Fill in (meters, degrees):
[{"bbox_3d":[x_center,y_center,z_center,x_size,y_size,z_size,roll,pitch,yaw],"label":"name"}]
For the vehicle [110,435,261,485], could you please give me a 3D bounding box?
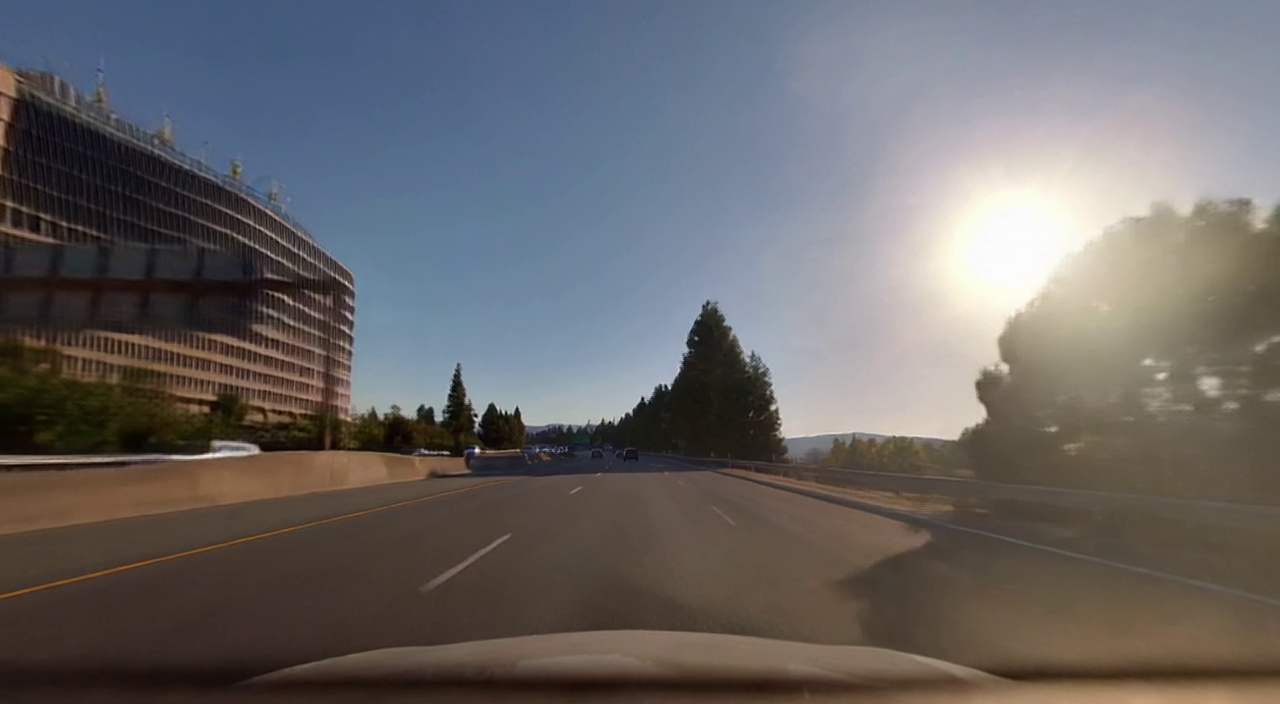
[{"bbox_3d":[-14.946,3.585,21.096,1.797,1.477,4.388,0,-9,-1],"label":"vehicle"}]
